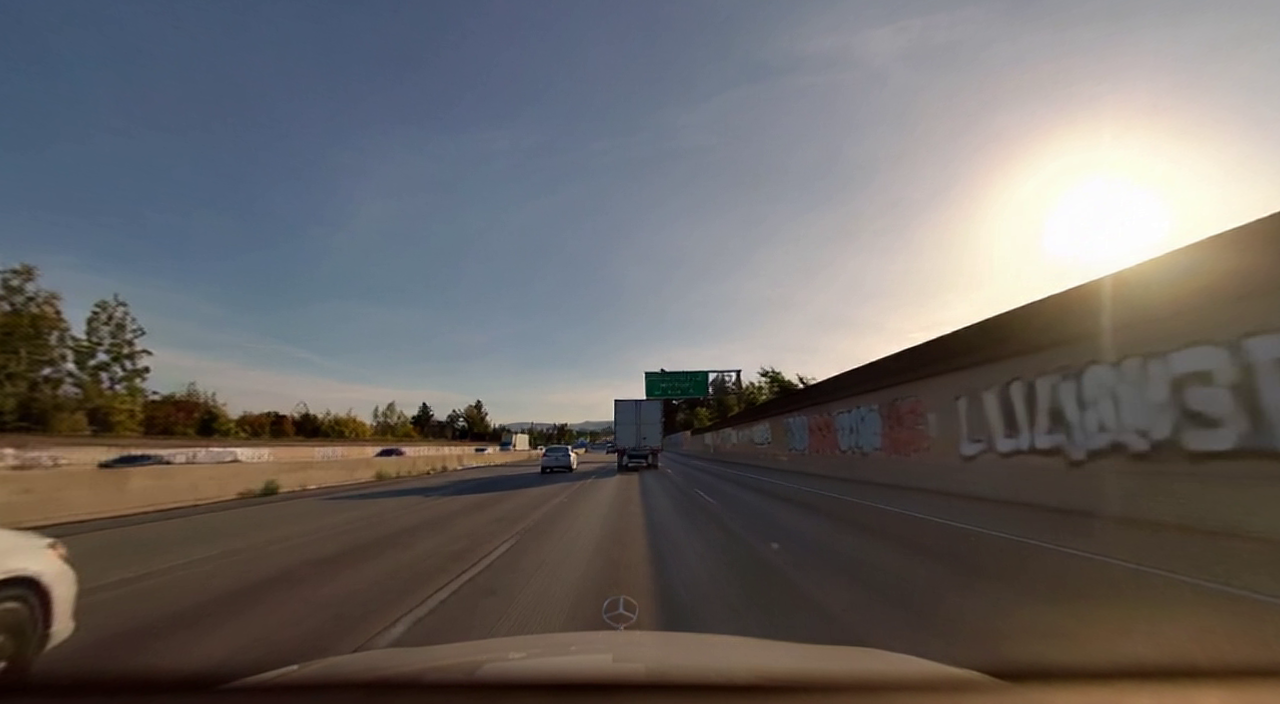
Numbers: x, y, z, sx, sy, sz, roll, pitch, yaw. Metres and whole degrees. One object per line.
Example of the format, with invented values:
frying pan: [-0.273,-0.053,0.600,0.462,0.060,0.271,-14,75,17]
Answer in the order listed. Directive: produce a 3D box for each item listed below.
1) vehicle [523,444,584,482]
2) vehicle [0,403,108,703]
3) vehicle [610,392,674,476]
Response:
vehicle: [-3.736,4.888,27.806,2.158,1.538,4.047,0,-9,0]
vehicle: [-3.817,0.751,1.242,1.936,1.500,4.055,0,-9,0]
vehicle: [0.025,4.751,35.492,3.042,4.023,10.832,0,-9,-1]
